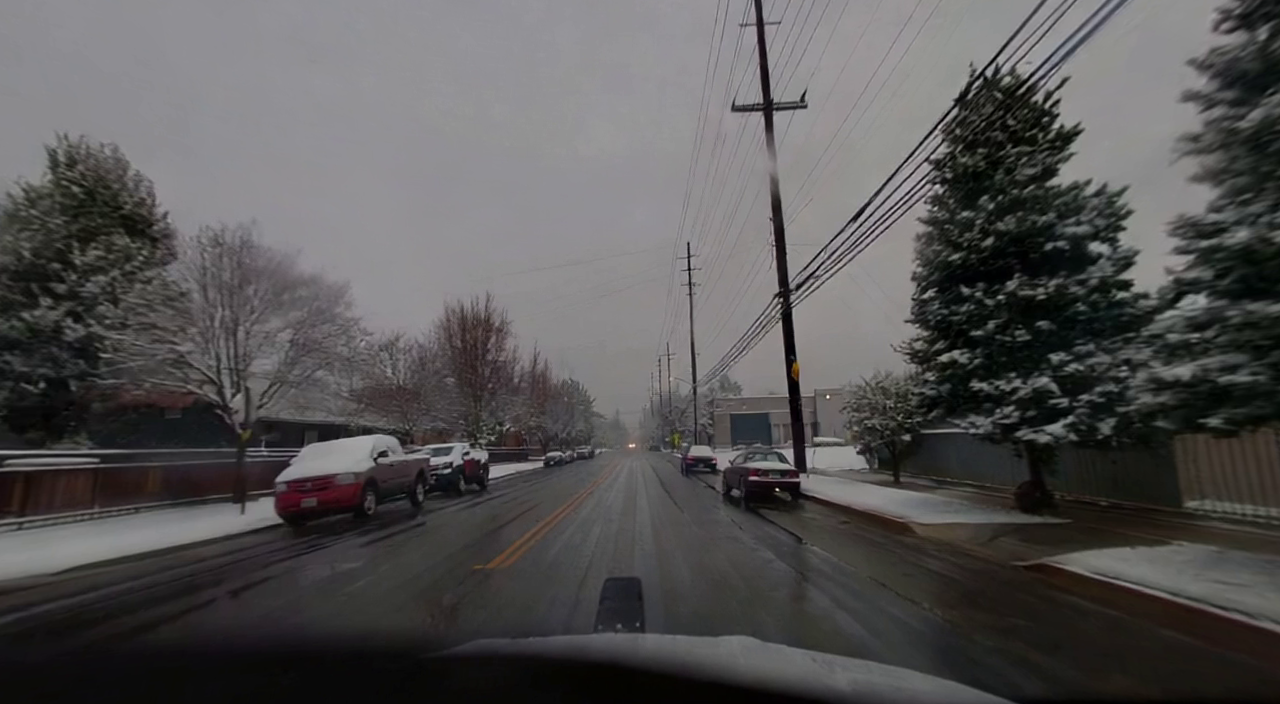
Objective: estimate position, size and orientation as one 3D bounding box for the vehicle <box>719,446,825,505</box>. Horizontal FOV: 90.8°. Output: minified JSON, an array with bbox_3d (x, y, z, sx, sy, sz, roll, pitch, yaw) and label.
[{"bbox_3d":[3.442,3.283,17.316,1.802,1.382,4.300,0,-8,-3],"label":"vehicle"}]

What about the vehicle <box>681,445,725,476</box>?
[{"bbox_3d":[3.206,5.625,32.992,1.843,1.495,3.930,0,-8,-1],"label":"vehicle"}]

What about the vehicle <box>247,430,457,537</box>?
[{"bbox_3d":[-6.304,2.916,14.834,2.382,1.869,5.476,-4,-9,0],"label":"vehicle"}]
